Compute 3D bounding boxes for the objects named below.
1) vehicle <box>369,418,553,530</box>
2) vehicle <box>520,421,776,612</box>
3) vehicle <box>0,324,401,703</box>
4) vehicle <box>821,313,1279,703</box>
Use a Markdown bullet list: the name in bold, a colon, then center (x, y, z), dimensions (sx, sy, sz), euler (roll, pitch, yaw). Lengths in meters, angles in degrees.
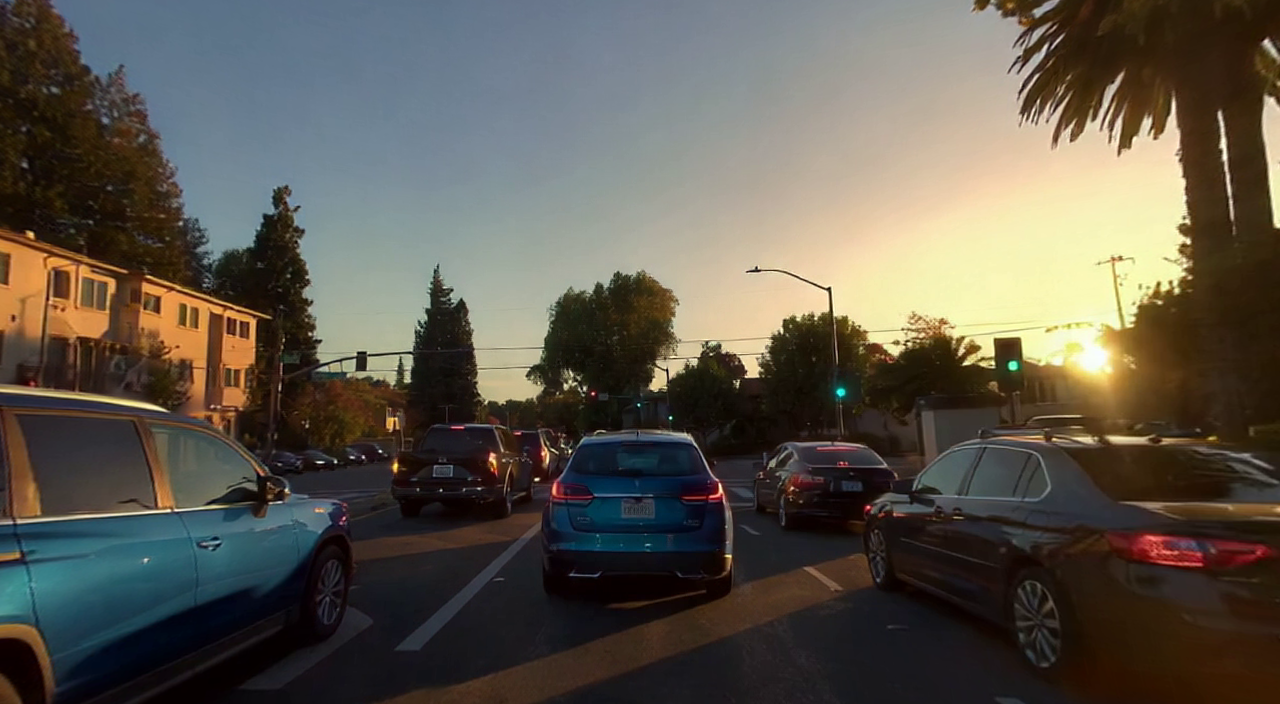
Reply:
- **vehicle**: center (-3.183, 2.298, 12.445), dimensions (2.117, 1.772, 4.619), euler (0, -8, 2)
- **vehicle**: center (0.024, 1.596, 7.025), dimensions (2.021, 1.490, 3.948), euler (0, -8, -1)
- **vehicle**: center (-3.118, 0.952, 3.295), dimensions (1.982, 1.721, 4.261), euler (0, -8, 1)
- **vehicle**: center (3.215, 1.102, 4.728), dimensions (2.141, 1.833, 4.704), euler (0, -8, -2)
